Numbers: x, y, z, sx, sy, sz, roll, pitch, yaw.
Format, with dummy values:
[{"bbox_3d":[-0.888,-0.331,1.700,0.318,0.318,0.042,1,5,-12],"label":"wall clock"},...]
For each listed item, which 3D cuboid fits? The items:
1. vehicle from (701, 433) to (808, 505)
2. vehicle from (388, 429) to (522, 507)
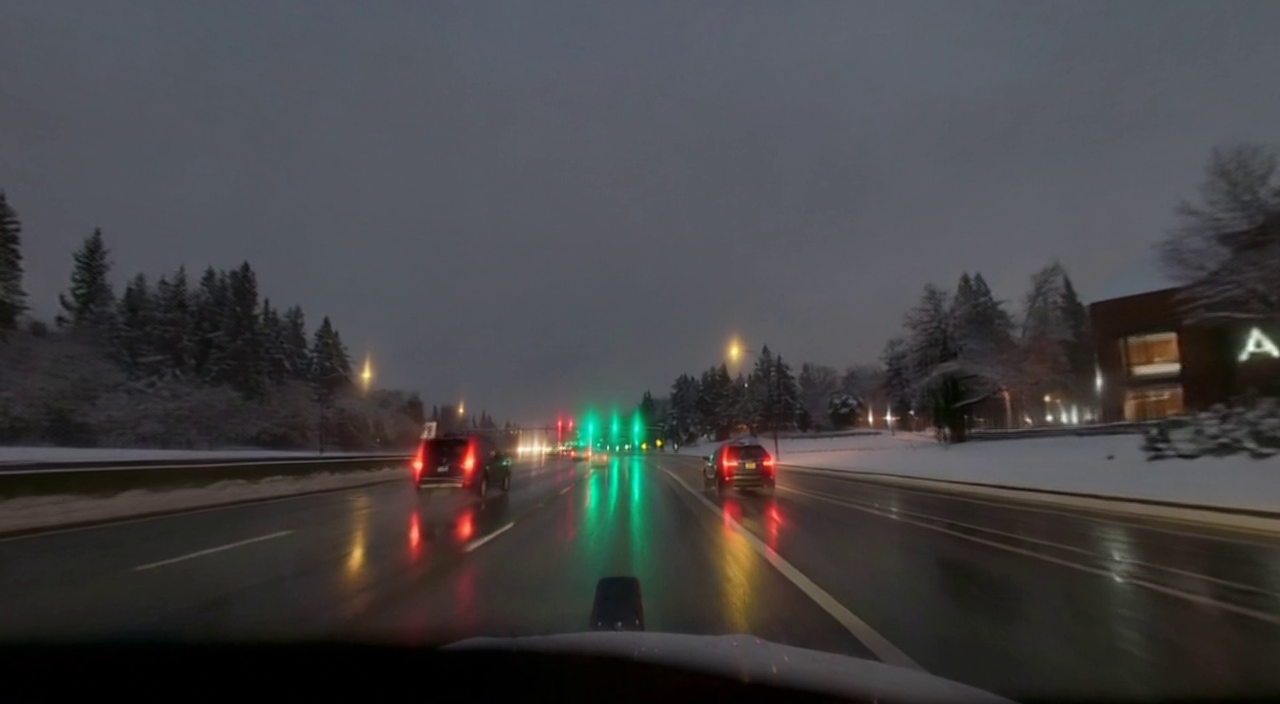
[{"bbox_3d":[2.919,3.074,17.123,1.997,1.686,4.247,0,-8,-1],"label":"vehicle"},{"bbox_3d":[-4.715,3.030,16.985,2.176,1.779,4.755,0,-8,0],"label":"vehicle"}]
